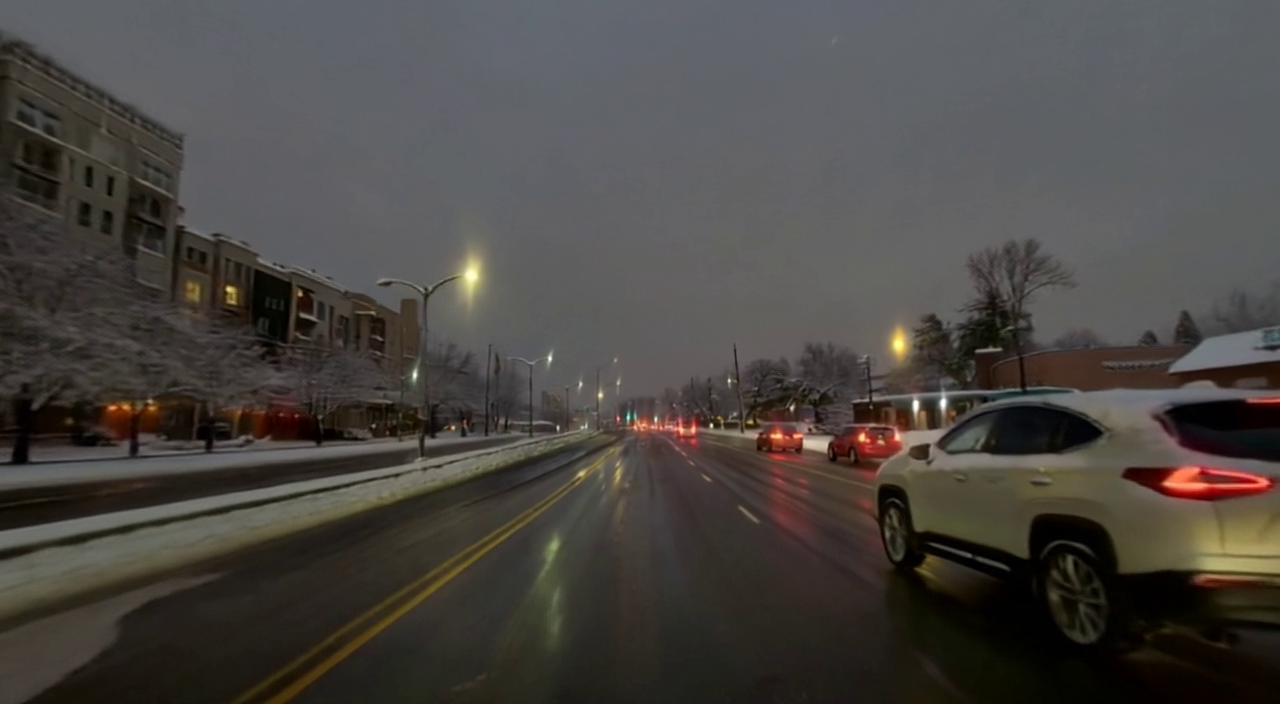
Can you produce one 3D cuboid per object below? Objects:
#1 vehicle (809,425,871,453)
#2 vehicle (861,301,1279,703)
[{"bbox_3d":[11.411,5.019,36.339,1.871,1.465,4.395,0,-8,-4],"label":"vehicle"},{"bbox_3d":[3.589,0.999,4.530,2.219,1.795,4.718,0,-8,-1],"label":"vehicle"}]
